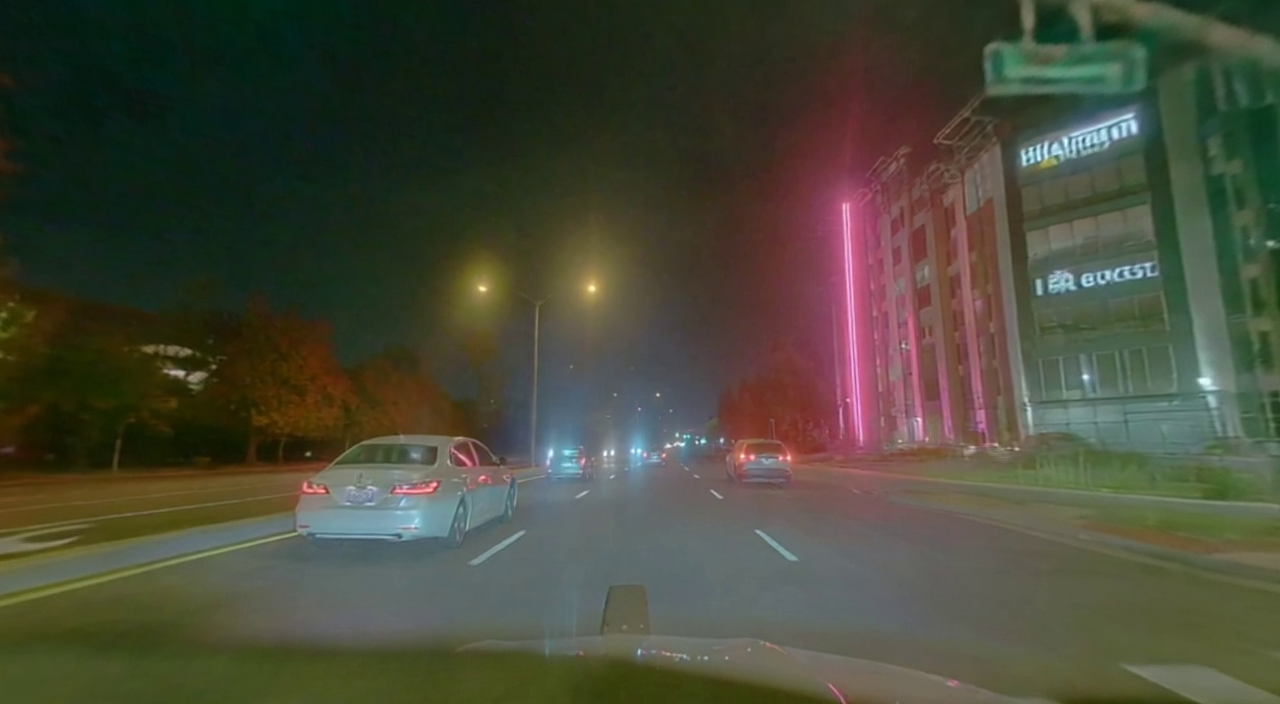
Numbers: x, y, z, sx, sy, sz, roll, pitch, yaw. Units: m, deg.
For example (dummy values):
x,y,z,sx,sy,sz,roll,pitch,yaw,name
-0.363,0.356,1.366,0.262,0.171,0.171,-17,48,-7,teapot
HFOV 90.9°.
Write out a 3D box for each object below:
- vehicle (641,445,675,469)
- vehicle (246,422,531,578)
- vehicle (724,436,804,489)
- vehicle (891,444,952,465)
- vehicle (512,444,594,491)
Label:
x,y,z,sx,sy,sz,roll,pitch,yaw,name
1.214,6.956,41.935,2.164,1.477,3.988,-1,-8,2,vehicle
-2.957,1.843,8.720,2.118,1.568,4.436,0,-8,0,vehicle
4.324,3.916,22.659,2.103,1.699,4.171,0,-8,1,vehicle
18.947,6.883,42.476,3.368,1.389,1.595,1,-8,-8,vehicle
-2.885,3.952,21.978,1.980,1.454,4.226,-1,-8,4,vehicle
